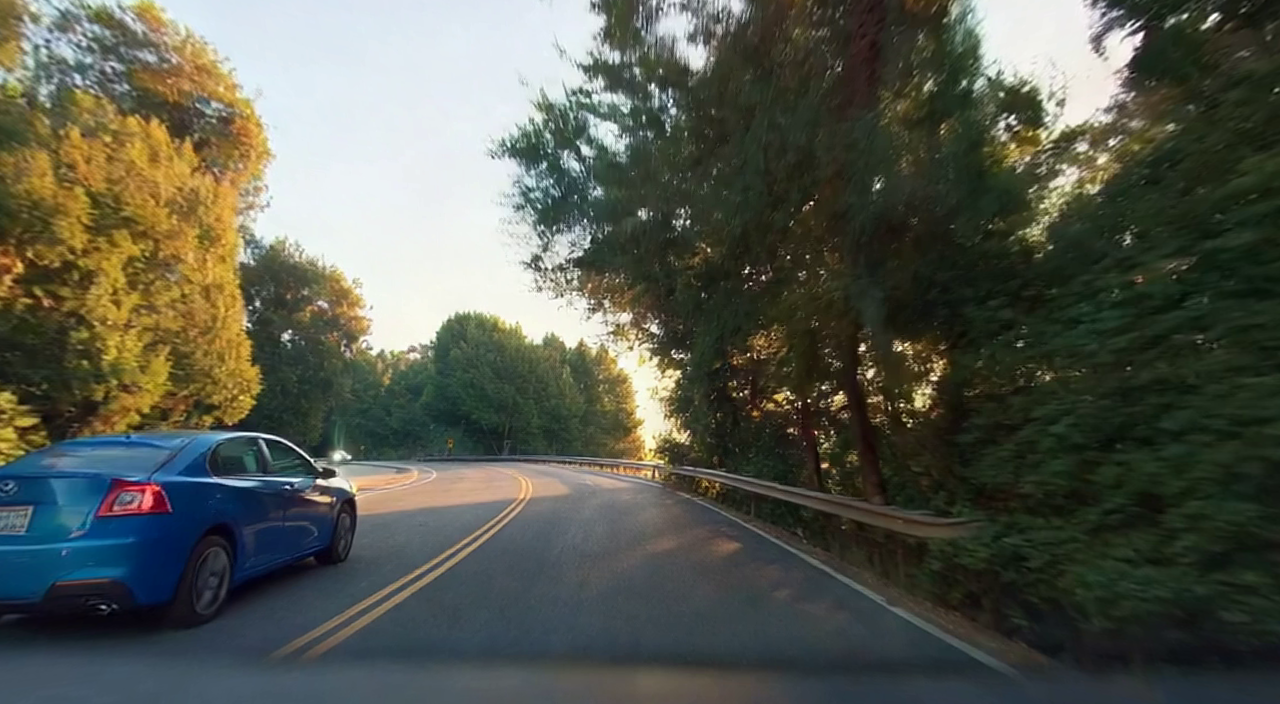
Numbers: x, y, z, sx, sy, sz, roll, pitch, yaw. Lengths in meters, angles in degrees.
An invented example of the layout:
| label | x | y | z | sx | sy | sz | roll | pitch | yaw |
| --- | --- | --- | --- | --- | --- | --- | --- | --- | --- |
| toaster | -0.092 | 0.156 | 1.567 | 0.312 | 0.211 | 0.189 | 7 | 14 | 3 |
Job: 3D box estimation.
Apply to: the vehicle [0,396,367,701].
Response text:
| label | x | y | z | sx | sy | sz | roll | pitch | yaw |
| --- | --- | --- | --- | --- | --- | --- | --- | --- | --- |
| vehicle | -4.149 | 1.348 | 5.349 | 2.078 | 1.607 | 3.959 | 0 | -9 | -4 |
